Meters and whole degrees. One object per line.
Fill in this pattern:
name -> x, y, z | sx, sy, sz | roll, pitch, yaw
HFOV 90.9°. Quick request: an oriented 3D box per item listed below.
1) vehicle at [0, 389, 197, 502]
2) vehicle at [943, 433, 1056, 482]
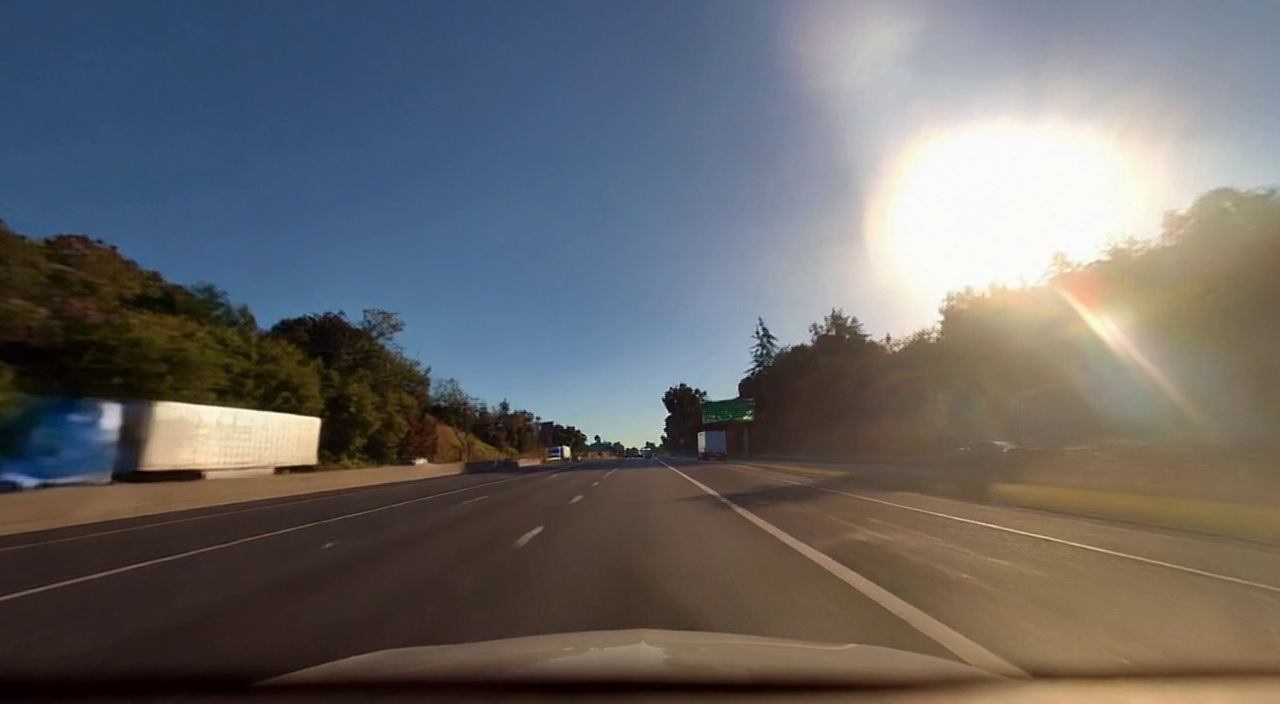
vehicle -> -20.621, 3.563, 24.011 | 2.929, 3.767, 5.935 | 0, -9, 0
vehicle -> 14.366, 4.240, 25.471 | 2.038, 1.823, 3.744 | 1, -9, -6
